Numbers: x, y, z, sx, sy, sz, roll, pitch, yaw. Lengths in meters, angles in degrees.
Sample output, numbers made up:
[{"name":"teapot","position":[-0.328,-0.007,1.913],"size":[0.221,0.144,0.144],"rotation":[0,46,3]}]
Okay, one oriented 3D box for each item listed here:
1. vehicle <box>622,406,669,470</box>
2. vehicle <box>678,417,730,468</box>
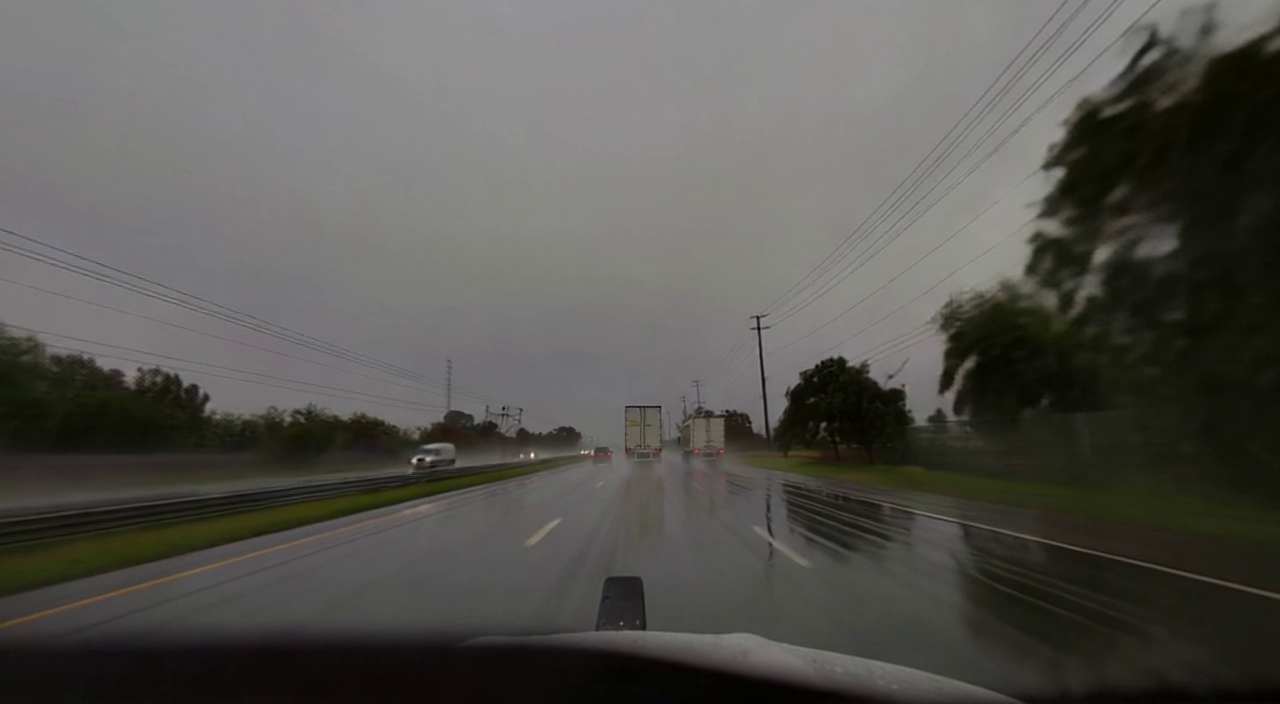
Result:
[{"name":"vehicle","position":[0.321,6.575,47.013],"size":[2.997,4.076,13.224],"rotation":[0,-9,0]},{"name":"vehicle","position":[4.545,6.761,46.533],"size":[2.938,3.378,8.820],"rotation":[0,-9,0]}]
